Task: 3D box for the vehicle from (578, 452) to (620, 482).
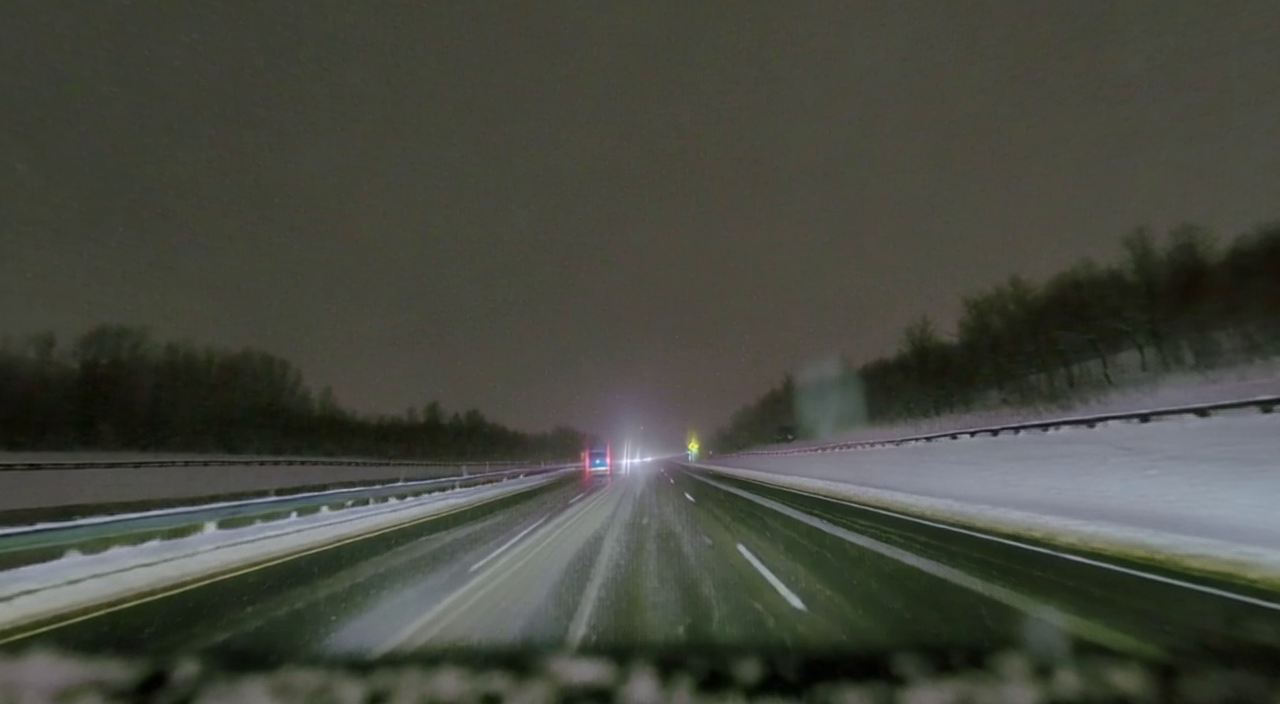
[{"bbox_3d":[-2.363,6.811,37.562,2.053,1.647,4.252,-1,-9,2],"label":"vehicle"}]
